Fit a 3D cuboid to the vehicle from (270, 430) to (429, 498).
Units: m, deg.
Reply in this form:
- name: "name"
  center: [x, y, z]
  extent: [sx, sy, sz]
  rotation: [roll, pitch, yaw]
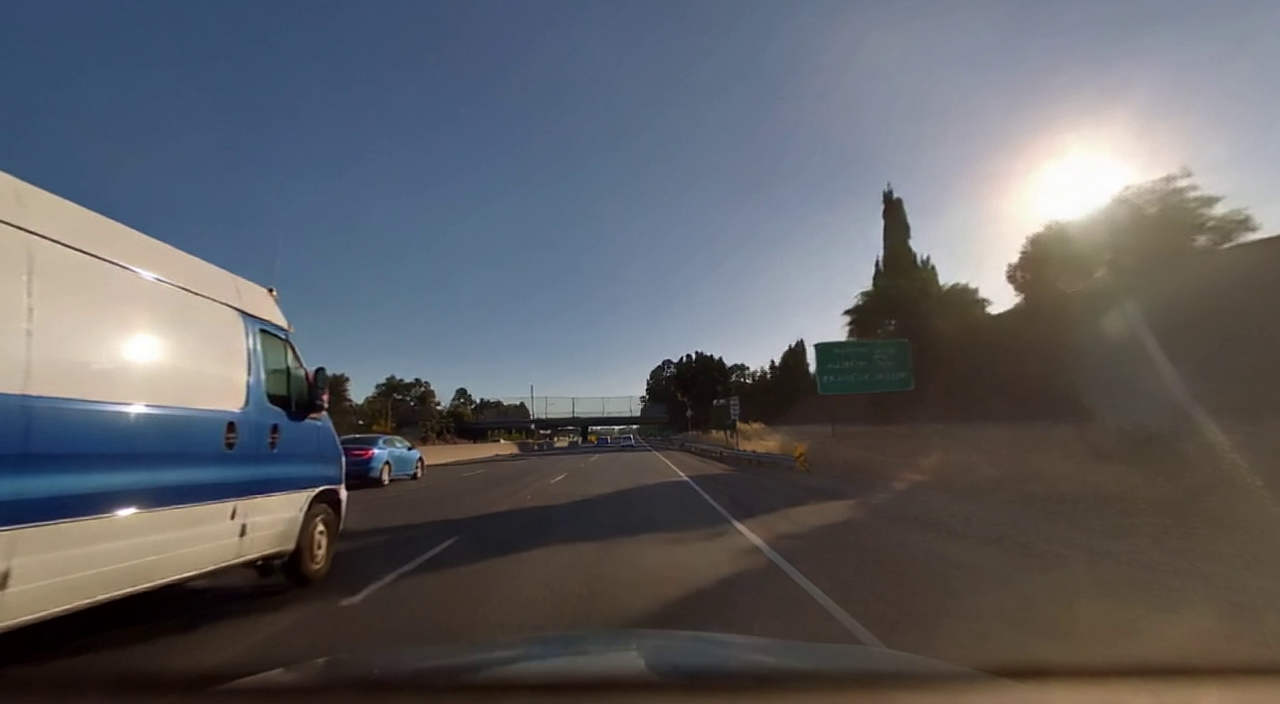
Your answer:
- name: "vehicle"
  center: [-7.047, 2.729, 15.841]
  extent: [1.949, 1.465, 4.318]
  rotation: [0, -8, 0]

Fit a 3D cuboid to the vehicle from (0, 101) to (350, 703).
- name: "vehicle"
  center: [-4.134, 0.204, 2.463]
  extent: [2.428, 2.782, 7.330]
  rotation: [0, -8, 0]
